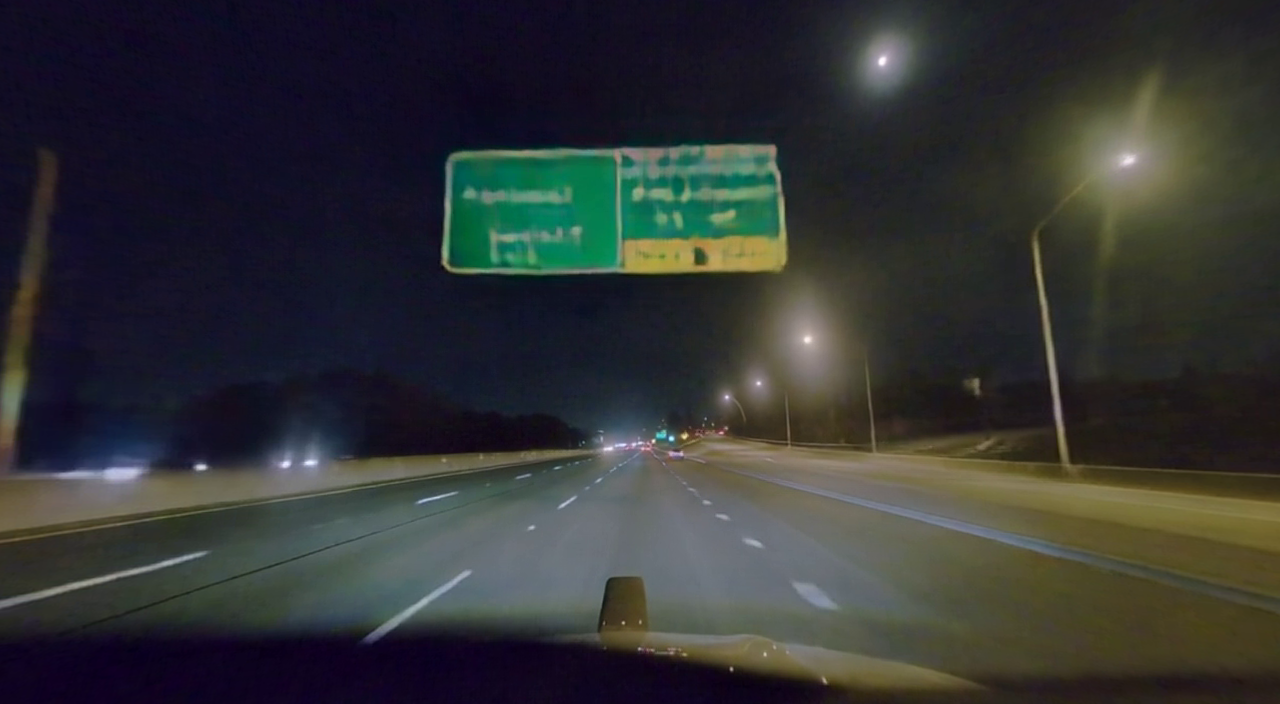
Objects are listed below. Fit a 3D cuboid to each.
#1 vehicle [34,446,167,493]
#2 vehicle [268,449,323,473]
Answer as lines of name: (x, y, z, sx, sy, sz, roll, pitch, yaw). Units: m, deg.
vehicle: (-17.128, 3.705, 20.208, 1.431, 1.335, 3.156, 0, -8, 0)
vehicle: (-20.272, 6.399, 37.218, 1.480, 1.315, 3.196, 0, -8, -1)
